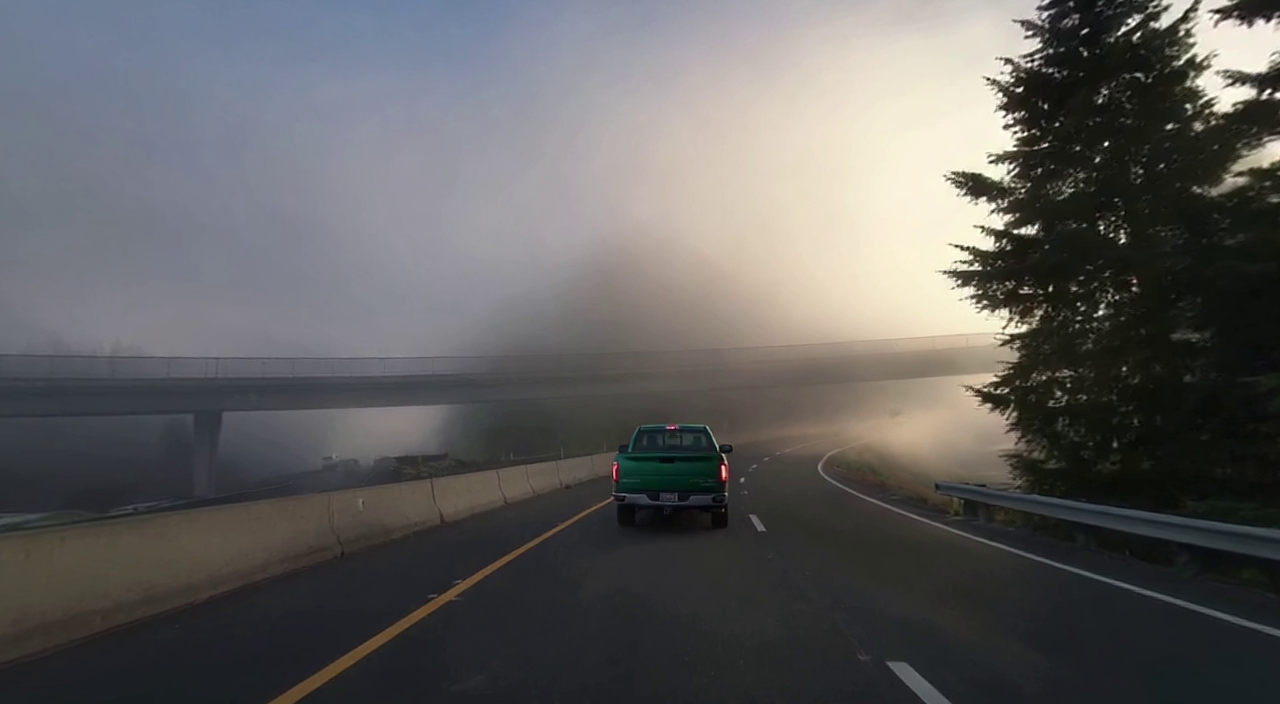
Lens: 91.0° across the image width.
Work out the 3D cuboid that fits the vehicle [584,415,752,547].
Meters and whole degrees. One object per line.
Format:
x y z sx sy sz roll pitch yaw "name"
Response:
0.533 2.042 10.642 2.235 1.716 4.435 -1 -9 4 "vehicle"
